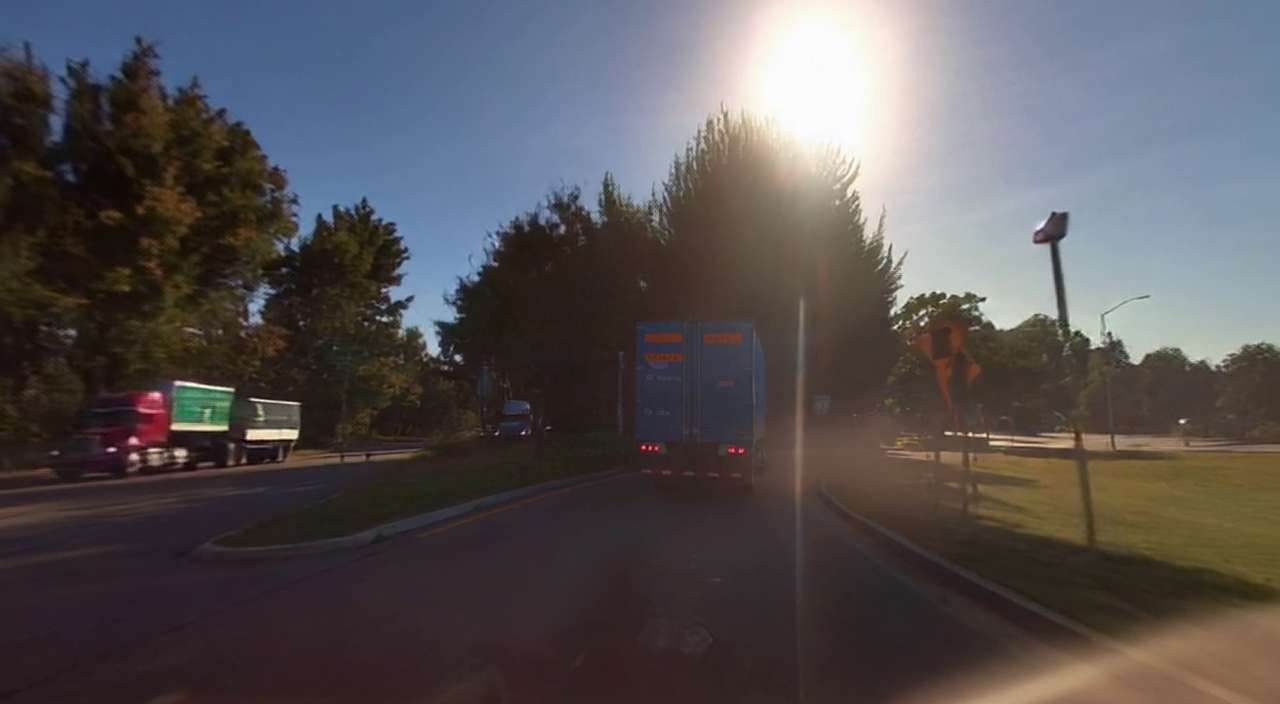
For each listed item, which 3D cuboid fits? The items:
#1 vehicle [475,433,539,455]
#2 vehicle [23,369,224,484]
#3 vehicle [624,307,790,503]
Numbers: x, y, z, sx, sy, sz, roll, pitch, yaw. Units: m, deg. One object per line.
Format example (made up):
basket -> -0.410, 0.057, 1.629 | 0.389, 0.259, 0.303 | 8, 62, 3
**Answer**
vehicle -> -10.434, 7.214, 49.316 | 4.578, 1.573, 1.806 | 3, -9, -25
vehicle -> -18.983, 2.849, 23.797 | 3.008, 3.708, 6.125 | 0, -8, -10
vehicle -> 2.270, 1.620, 16.536 | 2.937, 3.647, 9.344 | -3, -8, 14
